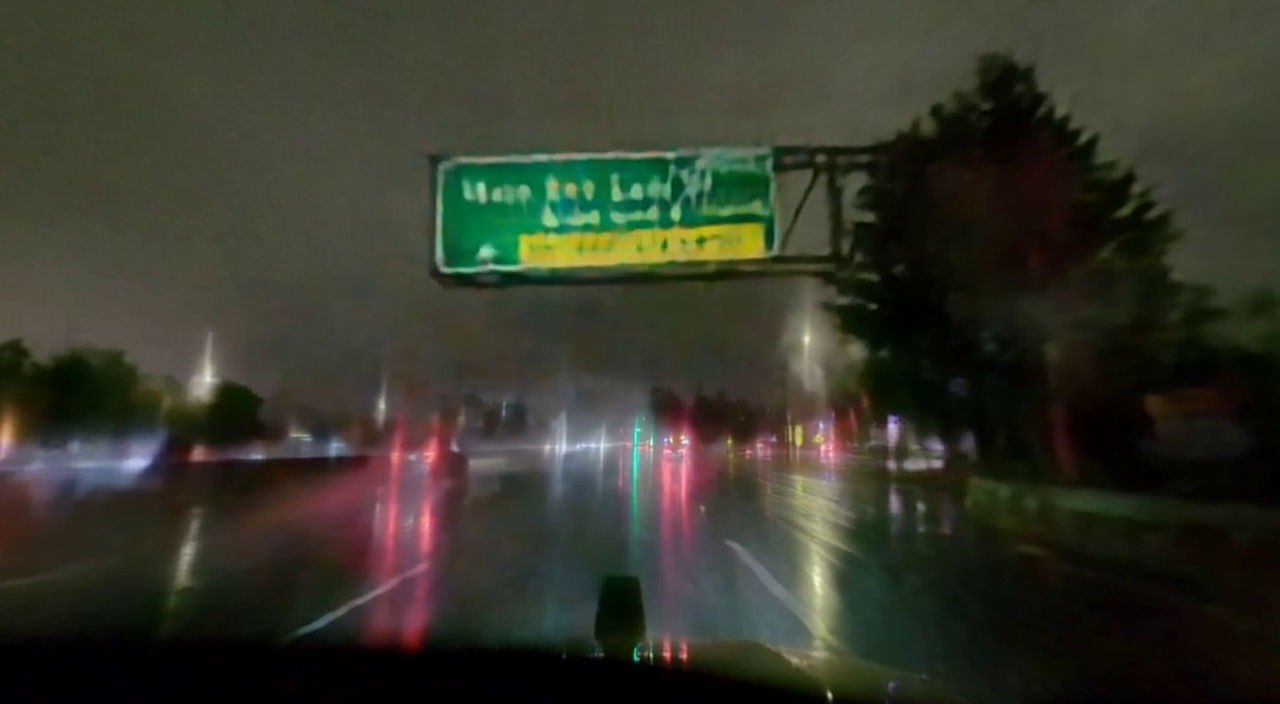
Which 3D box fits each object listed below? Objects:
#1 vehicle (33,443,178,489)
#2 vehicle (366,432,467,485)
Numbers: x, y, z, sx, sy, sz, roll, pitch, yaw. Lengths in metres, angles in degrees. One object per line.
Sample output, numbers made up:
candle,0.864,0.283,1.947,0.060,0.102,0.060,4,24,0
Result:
vehicle,-21.945,4.645,26.245,1.982,1.661,4.636,0,-8,0
vehicle,-8.040,3.869,23.219,2.089,1.724,4.327,0,-9,0
